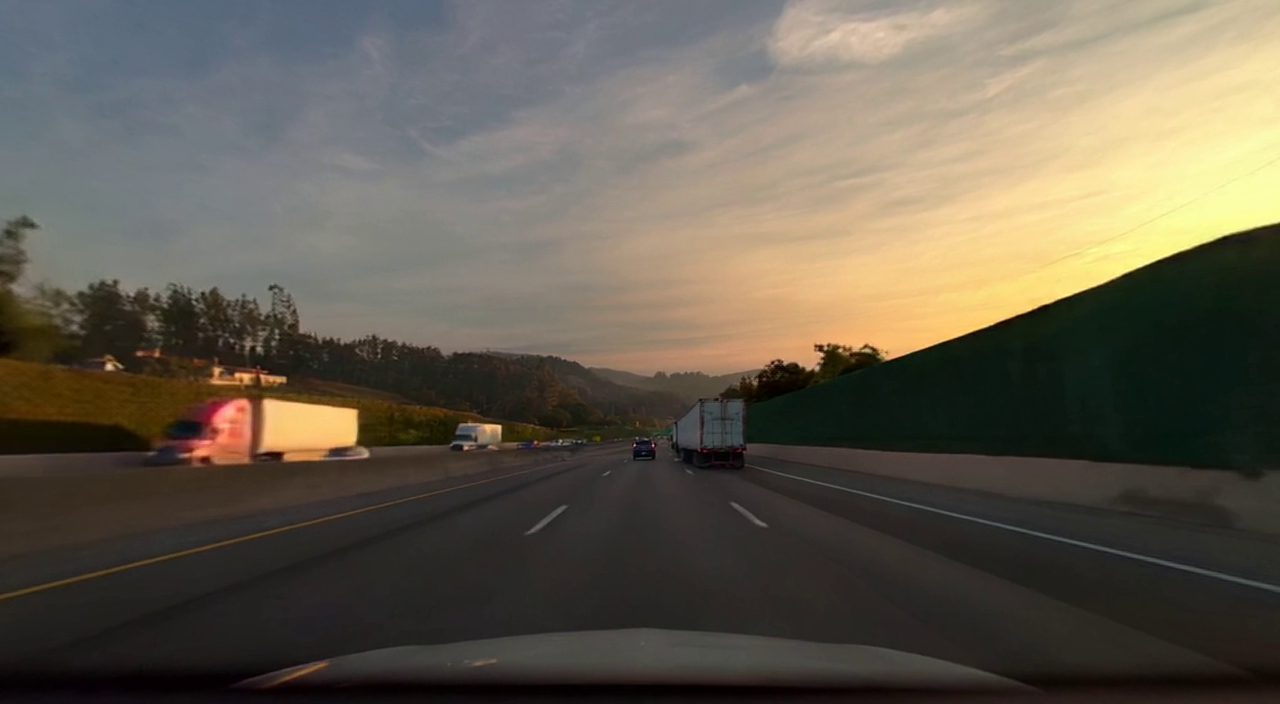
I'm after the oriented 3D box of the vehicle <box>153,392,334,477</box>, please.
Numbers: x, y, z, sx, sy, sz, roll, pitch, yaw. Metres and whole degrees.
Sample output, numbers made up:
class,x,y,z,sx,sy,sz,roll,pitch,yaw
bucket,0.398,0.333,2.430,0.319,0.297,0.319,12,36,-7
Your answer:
class,x,y,z,sx,sy,sz,roll,pitch,yaw
vehicle,-20.762,4.520,34.135,2.934,3.887,10.188,0,-8,1

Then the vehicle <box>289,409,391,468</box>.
class,x,y,z,sx,sy,sz,roll,pitch,yaw
vehicle,-20.575,6.029,43.861,2.810,3.700,8.248,0,-8,1

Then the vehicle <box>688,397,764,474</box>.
class,x,y,z,sx,sy,sz,roll,pitch,yaw
vehicle,4.074,4.251,31.749,2.742,3.383,8.285,0,-8,1

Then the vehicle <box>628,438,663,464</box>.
class,x,y,z,sx,sy,sz,roll,pitch,yaw
vehicle,0.385,7.019,44.889,2.389,1.760,4.473,0,-8,1
